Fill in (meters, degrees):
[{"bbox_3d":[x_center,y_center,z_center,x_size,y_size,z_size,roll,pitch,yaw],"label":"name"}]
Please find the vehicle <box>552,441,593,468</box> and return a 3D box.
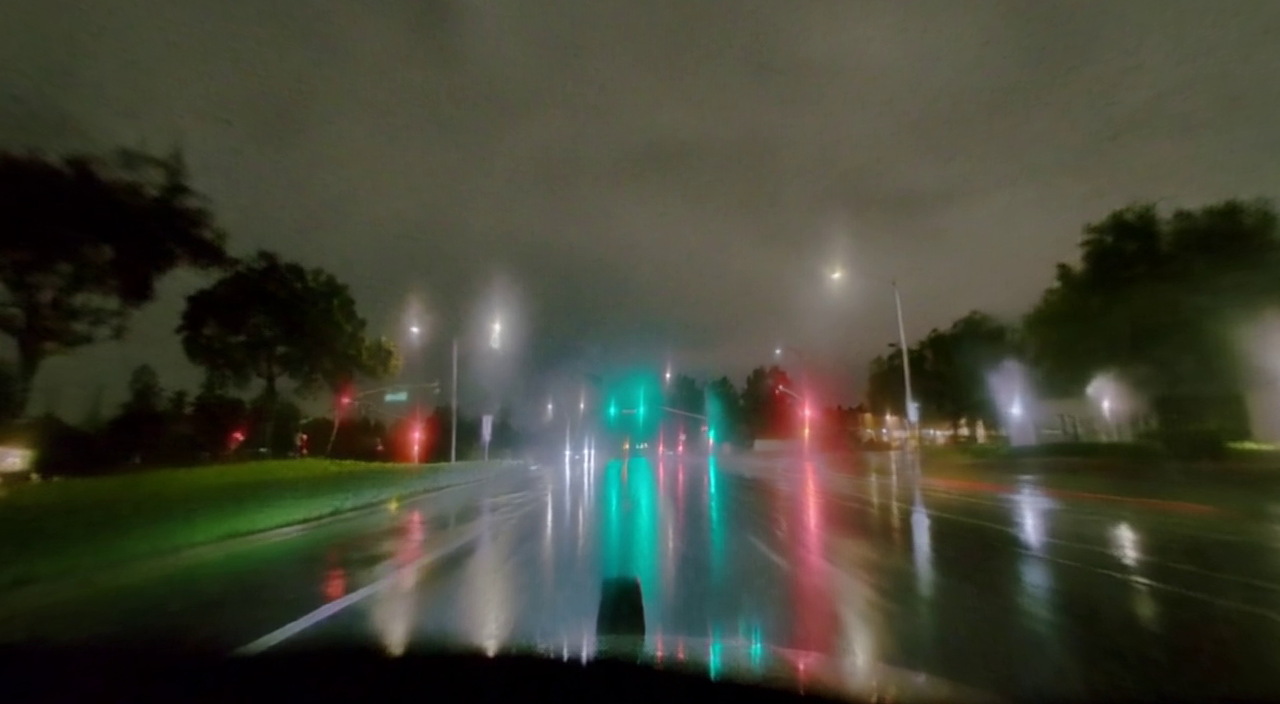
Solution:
[{"bbox_3d":[-4.430,6.807,42.134,2.156,1.722,4.484,-1,-8,0],"label":"vehicle"}]
